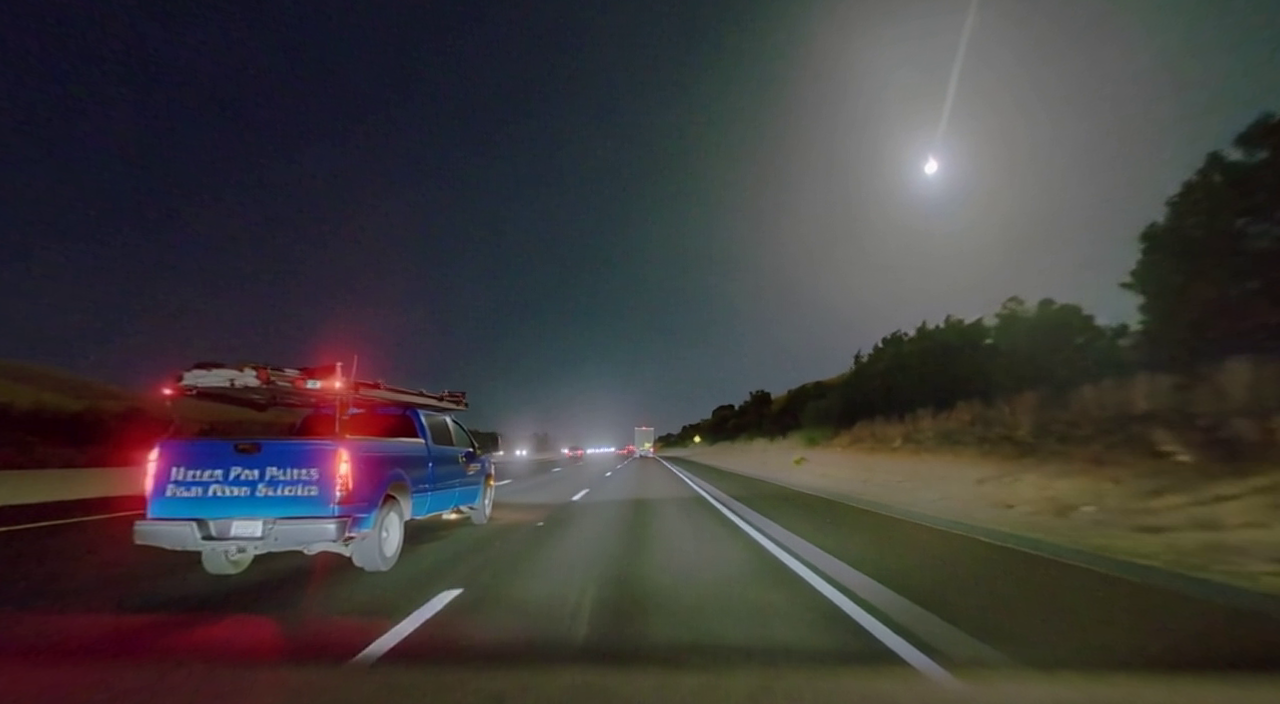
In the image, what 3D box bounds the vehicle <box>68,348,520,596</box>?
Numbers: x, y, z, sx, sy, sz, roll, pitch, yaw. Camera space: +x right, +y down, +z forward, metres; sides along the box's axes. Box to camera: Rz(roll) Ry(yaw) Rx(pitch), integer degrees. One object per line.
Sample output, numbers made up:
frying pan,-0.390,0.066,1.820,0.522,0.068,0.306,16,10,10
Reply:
vehicle,-3.889,1.602,9.350,2.791,2.330,6.725,0,-8,1
